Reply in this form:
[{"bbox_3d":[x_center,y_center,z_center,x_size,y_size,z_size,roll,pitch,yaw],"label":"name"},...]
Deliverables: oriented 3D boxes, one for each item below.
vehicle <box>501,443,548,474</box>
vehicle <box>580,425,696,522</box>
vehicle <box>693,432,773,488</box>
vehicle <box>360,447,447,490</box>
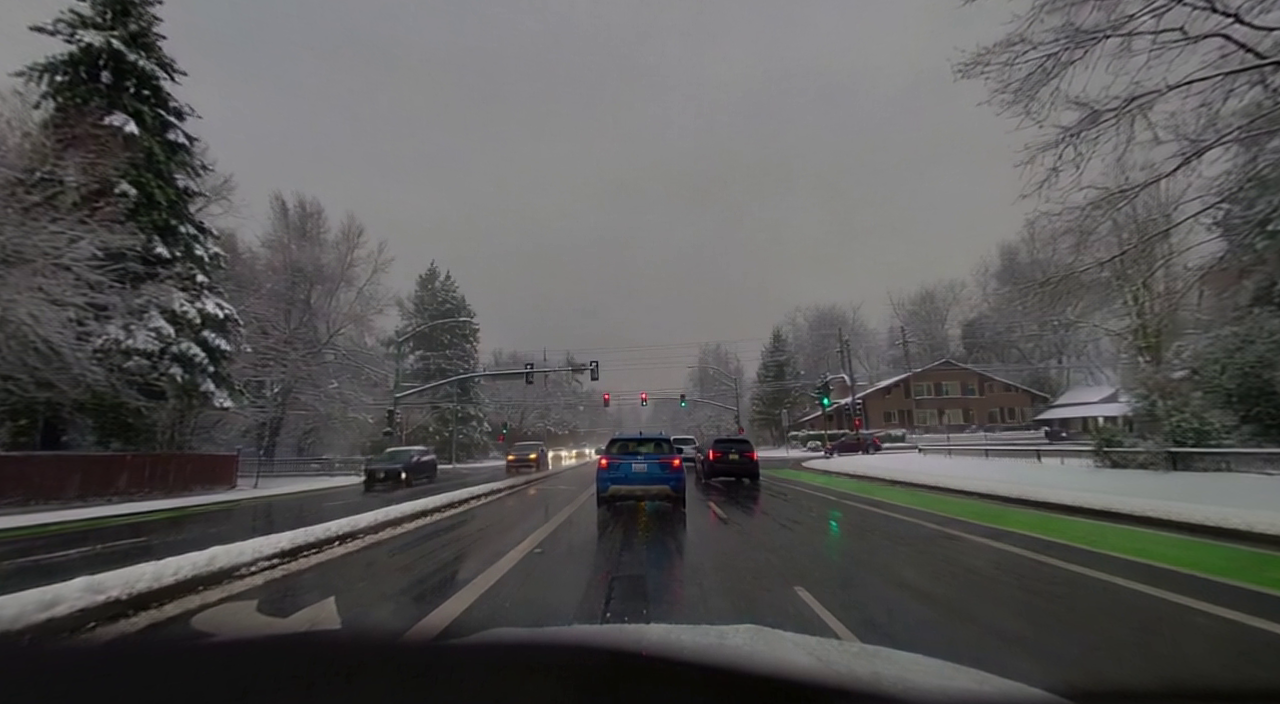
[{"bbox_3d":[-6.907,6.396,38.211,2.005,1.729,4.293,0,-8,0],"label":"vehicle"},{"bbox_3d":[-0.026,2.503,13.457,2.109,1.730,3.963,0,-8,0],"label":"vehicle"},{"bbox_3d":[3.223,3.863,22.841,2.189,1.815,4.495,0,-8,0],"label":"vehicle"},{"bbox_3d":[-9.966,4.911,26.985,1.886,1.666,4.575,0,-8,0],"label":"vehicle"}]
